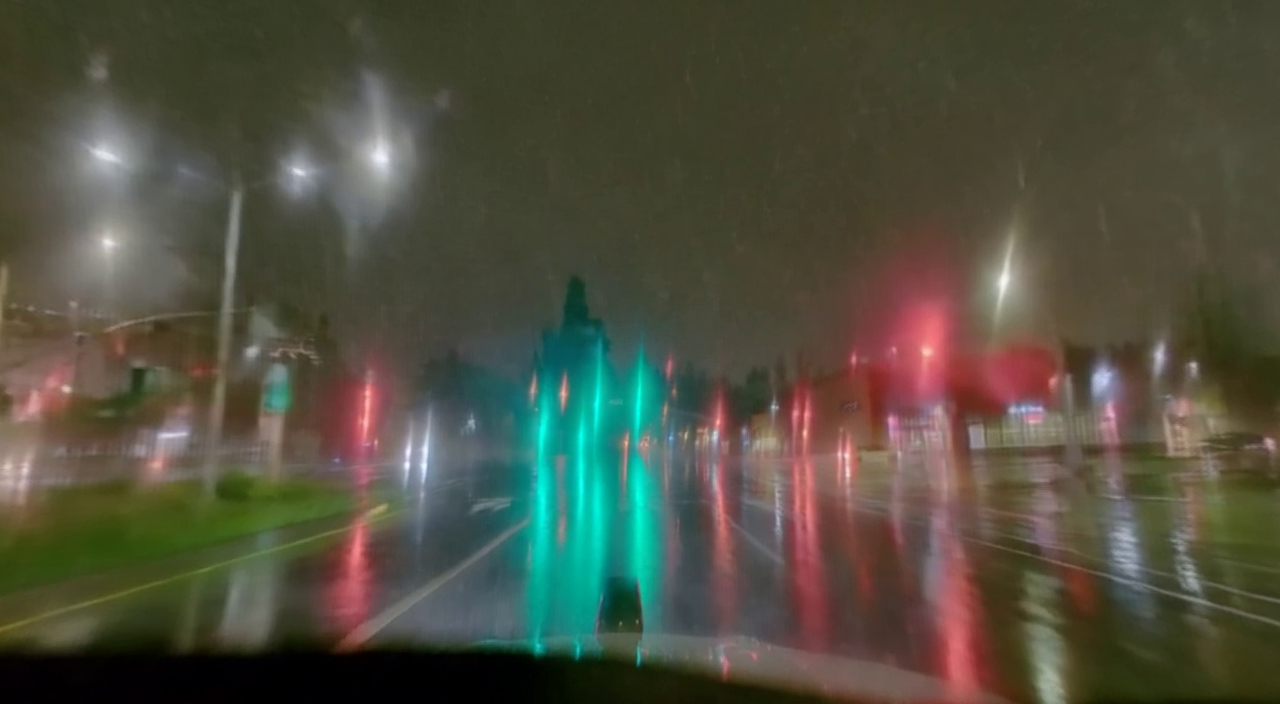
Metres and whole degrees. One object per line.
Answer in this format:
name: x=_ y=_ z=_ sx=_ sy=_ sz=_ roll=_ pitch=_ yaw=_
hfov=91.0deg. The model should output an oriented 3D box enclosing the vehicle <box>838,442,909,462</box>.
vehicle: x=17.636 y=7.552 z=47.657 sx=4.583 sy=1.426 sz=1.892 roll=0 pitch=-9 yaw=-3
